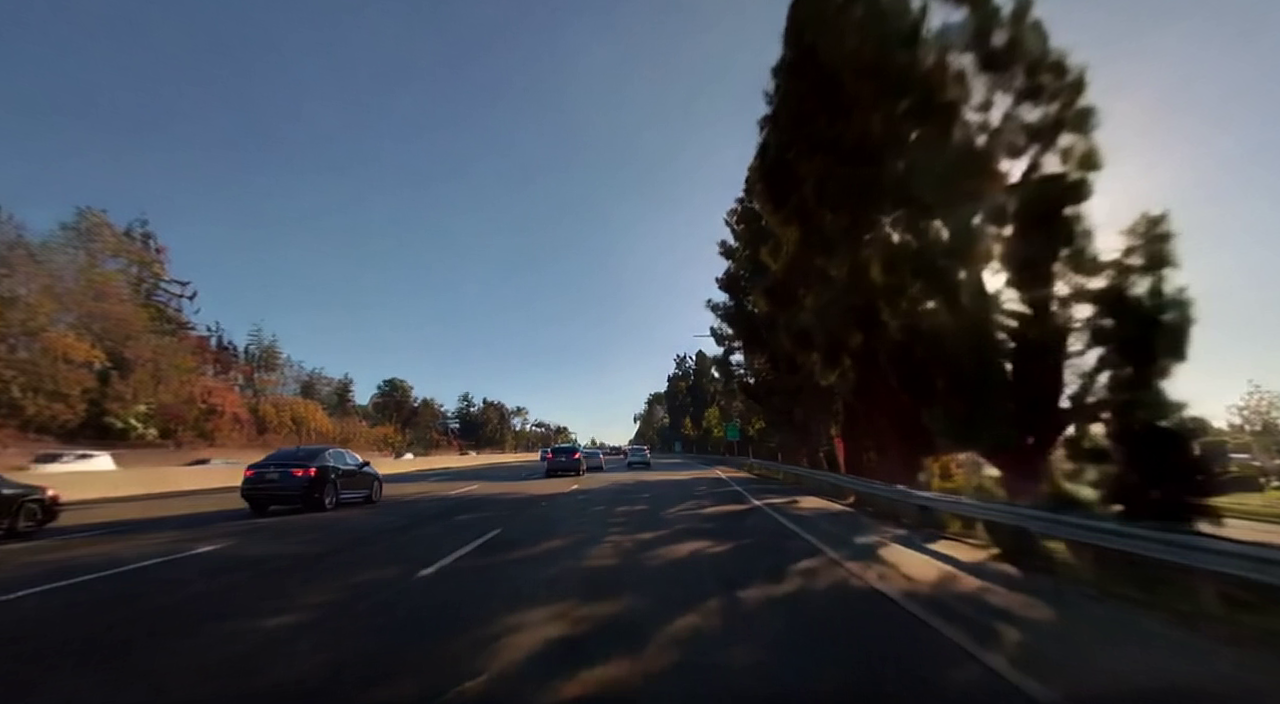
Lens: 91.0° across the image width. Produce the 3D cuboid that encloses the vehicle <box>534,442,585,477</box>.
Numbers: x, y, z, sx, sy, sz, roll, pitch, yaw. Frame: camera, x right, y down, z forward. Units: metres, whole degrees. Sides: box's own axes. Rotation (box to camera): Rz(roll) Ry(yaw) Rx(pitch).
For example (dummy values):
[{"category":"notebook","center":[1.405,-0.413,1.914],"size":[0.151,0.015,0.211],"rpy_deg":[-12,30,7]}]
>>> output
[{"category":"vehicle","center":[-4.228,5.740,33.784],"size":[2.158,1.717,4.375],"rpy_deg":[0,-9,1]}]

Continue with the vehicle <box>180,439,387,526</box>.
[{"category":"vehicle","center":[-7.904,2.908,14.629],"size":[2.071,1.661,4.540],"rpy_deg":[0,-9,1]}]
